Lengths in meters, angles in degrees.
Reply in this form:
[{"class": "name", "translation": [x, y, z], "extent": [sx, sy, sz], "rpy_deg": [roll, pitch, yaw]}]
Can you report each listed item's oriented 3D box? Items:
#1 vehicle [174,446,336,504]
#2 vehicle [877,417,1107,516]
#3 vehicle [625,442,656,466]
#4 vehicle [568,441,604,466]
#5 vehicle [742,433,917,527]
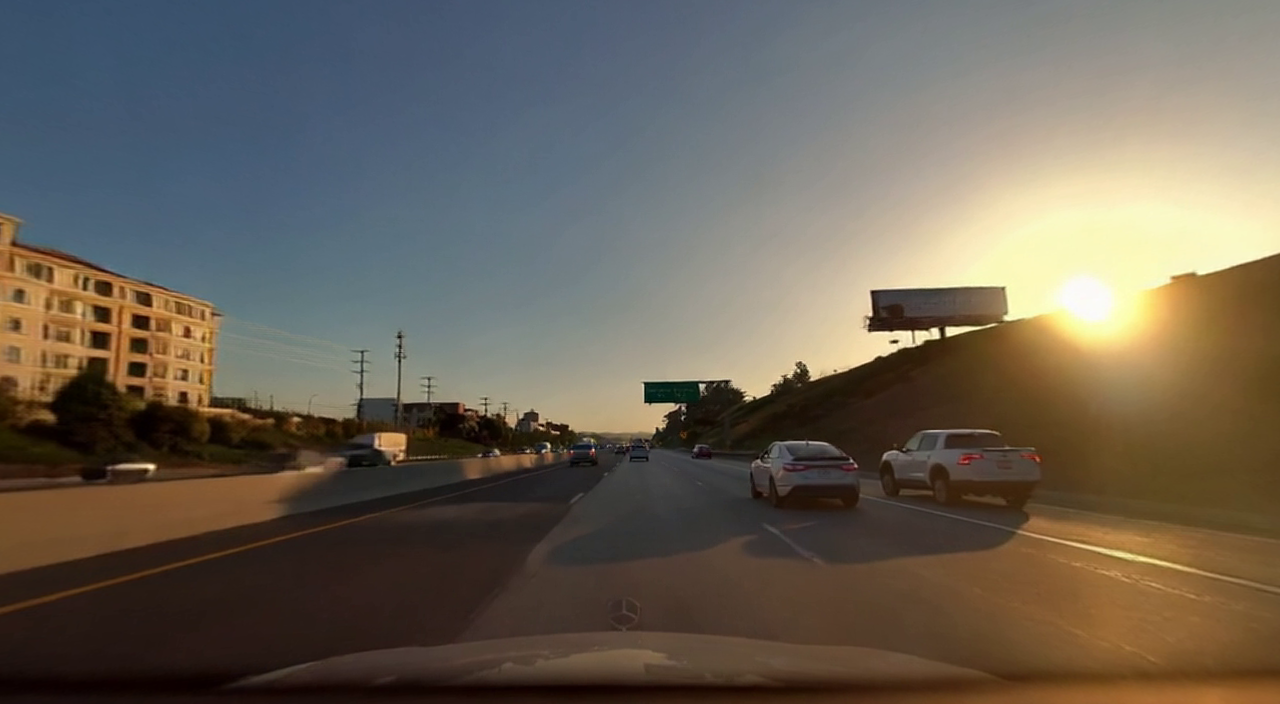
[{"class": "vehicle", "translation": [-11.078, 3.532, 18.671], "extent": [1.888, 1.486, 4.616], "rpy_deg": [0, -9, 0]}, {"class": "vehicle", "translation": [7.337, 2.453, 13.974], "extent": [2.176, 1.793, 4.841], "rpy_deg": [0, -9, -1]}, {"class": "vehicle", "translation": [0.009, 7.479, 46.481], "extent": [2.191, 1.685, 4.015], "rpy_deg": [0, -9, -1]}, {"class": "vehicle", "translation": [-3.977, 7.578, 47.329], "extent": [2.256, 1.756, 4.745], "rpy_deg": [0, -9, 0]}, {"class": "vehicle", "translation": [3.465, 2.444, 12.616], "extent": [1.987, 1.509, 4.512], "rpy_deg": [0, -9, -1]}]
